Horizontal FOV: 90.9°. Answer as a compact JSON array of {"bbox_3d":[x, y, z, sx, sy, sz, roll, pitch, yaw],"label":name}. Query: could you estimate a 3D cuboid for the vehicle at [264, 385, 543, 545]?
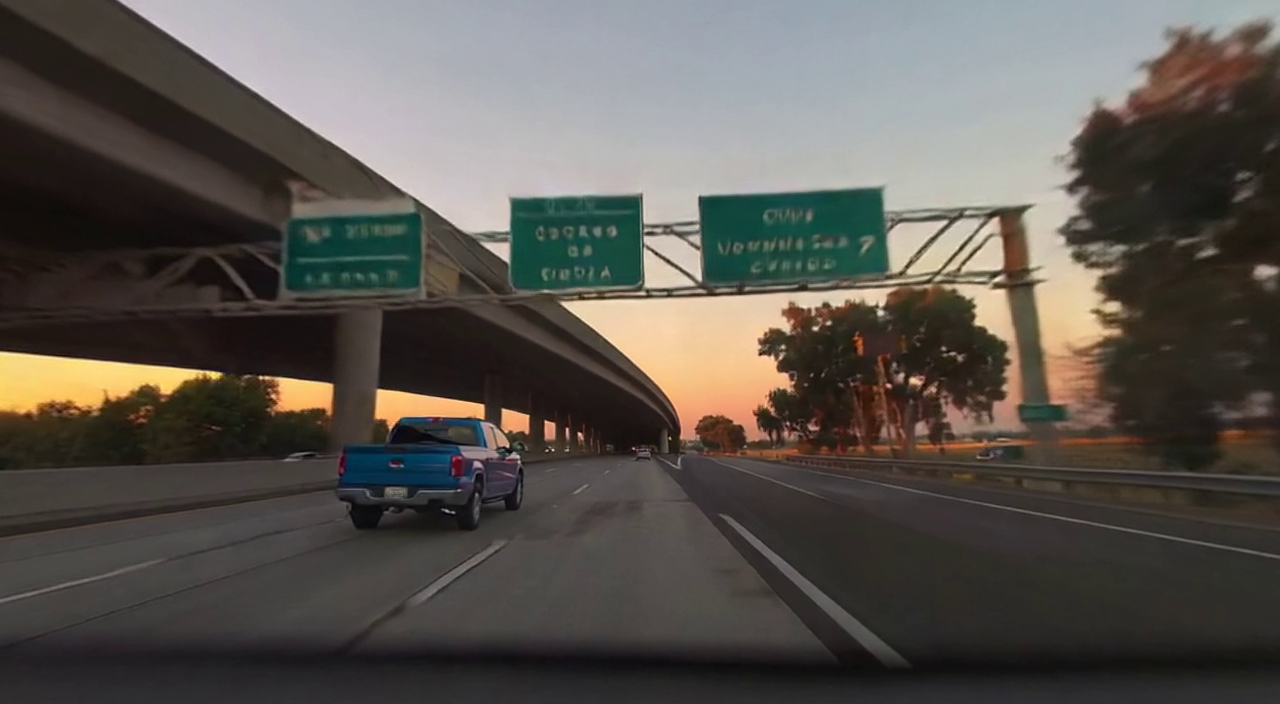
[{"bbox_3d":[-3.552,1.917,11.335,2.601,2.084,6.068,0,-8,1],"label":"vehicle"}]
